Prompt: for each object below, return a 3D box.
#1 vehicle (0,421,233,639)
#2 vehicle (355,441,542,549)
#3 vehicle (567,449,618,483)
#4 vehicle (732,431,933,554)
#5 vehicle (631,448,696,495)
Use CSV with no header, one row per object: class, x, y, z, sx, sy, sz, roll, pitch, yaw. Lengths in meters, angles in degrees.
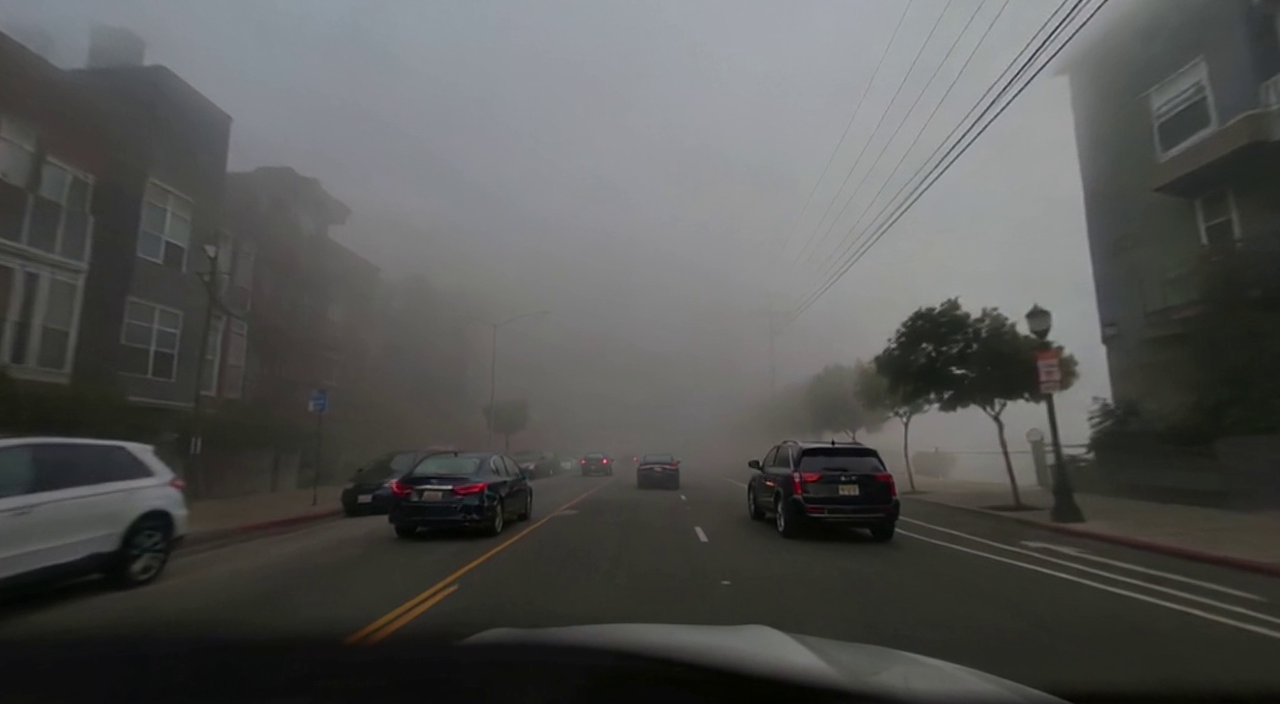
vehicle,-6.131,1.487,5.491,2.093,1.724,4.333,-1,-8,3
vehicle,-3.221,2.457,11.617,2.085,1.619,3.976,0,-8,2
vehicle,-2.283,5.666,31.749,2.019,1.507,4.643,-1,-8,3
vehicle,3.057,2.311,11.185,2.094,1.709,4.394,0,-8,-1
vehicle,0.826,4.260,22.932,2.139,1.466,4.373,0,-8,1
